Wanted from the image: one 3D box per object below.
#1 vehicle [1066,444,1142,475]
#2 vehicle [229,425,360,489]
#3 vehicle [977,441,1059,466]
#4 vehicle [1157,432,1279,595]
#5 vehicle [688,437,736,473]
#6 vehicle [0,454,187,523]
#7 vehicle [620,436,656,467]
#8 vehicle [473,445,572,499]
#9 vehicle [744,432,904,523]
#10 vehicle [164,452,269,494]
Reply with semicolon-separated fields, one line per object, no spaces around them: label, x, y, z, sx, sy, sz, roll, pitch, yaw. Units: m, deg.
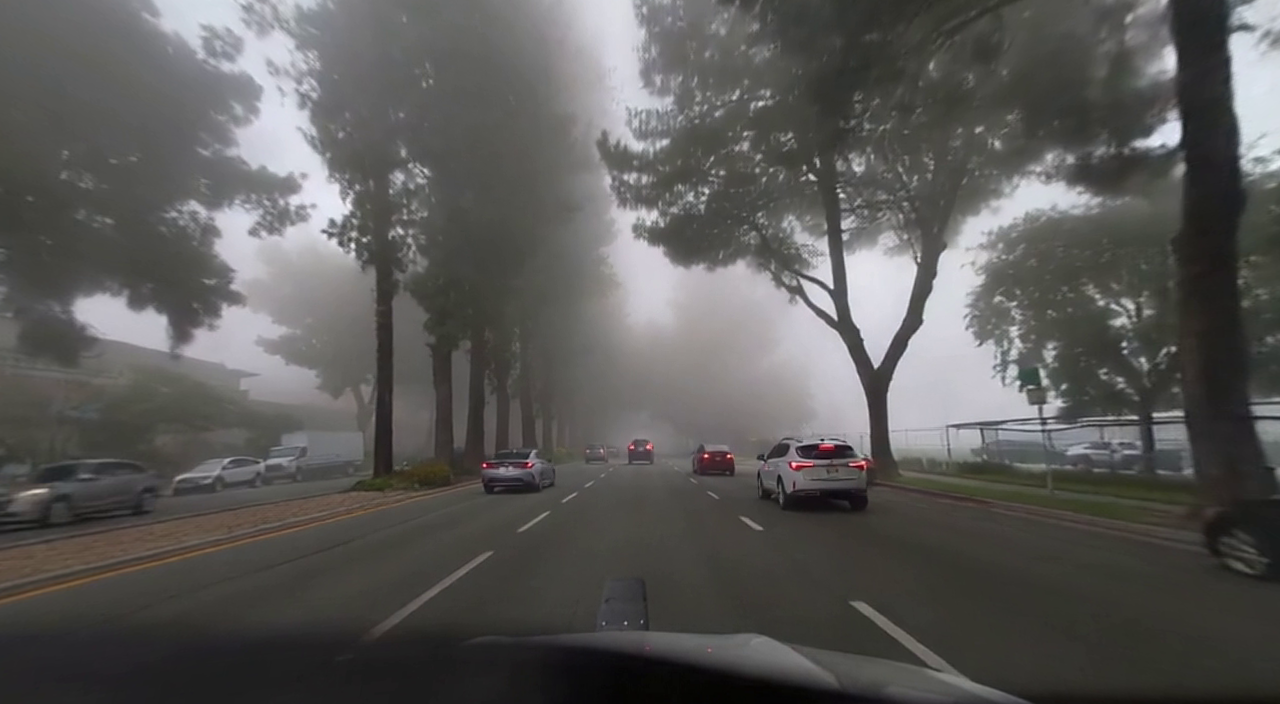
vehicle;23.477;5.410;31.842;3.658;1.443;1.869;6;-10;-34
vehicle;-22.846;6.946;42.726;2.833;3.735;11.042;0;-8;-1
vehicle;25.681;6.879;42.921;2.122;1.647;4.283;8;-11;-41
vehicle;6.766;1.315;4.722;2.035;1.449;4.427;0;-8;0
vehicle;3.744;5.415;33.349;1.980;1.709;4.367;0;-8;0
vehicle;-15.985;3.918;18.610;1.918;1.692;4.338;0;-8;0
vehicle;-0.127;6.531;41.365;2.247;1.882;4.603;0;-8;0
vehicle;-3.187;3.330;17.914;2.013;1.354;3.908;0;-8;1
vehicle;3.448;2.426;12.749;1.919;1.502;4.232;0;-8;0
vehicle;-22.507;6.426;33.845;2.257;1.909;5.115;-1;-8;-3
